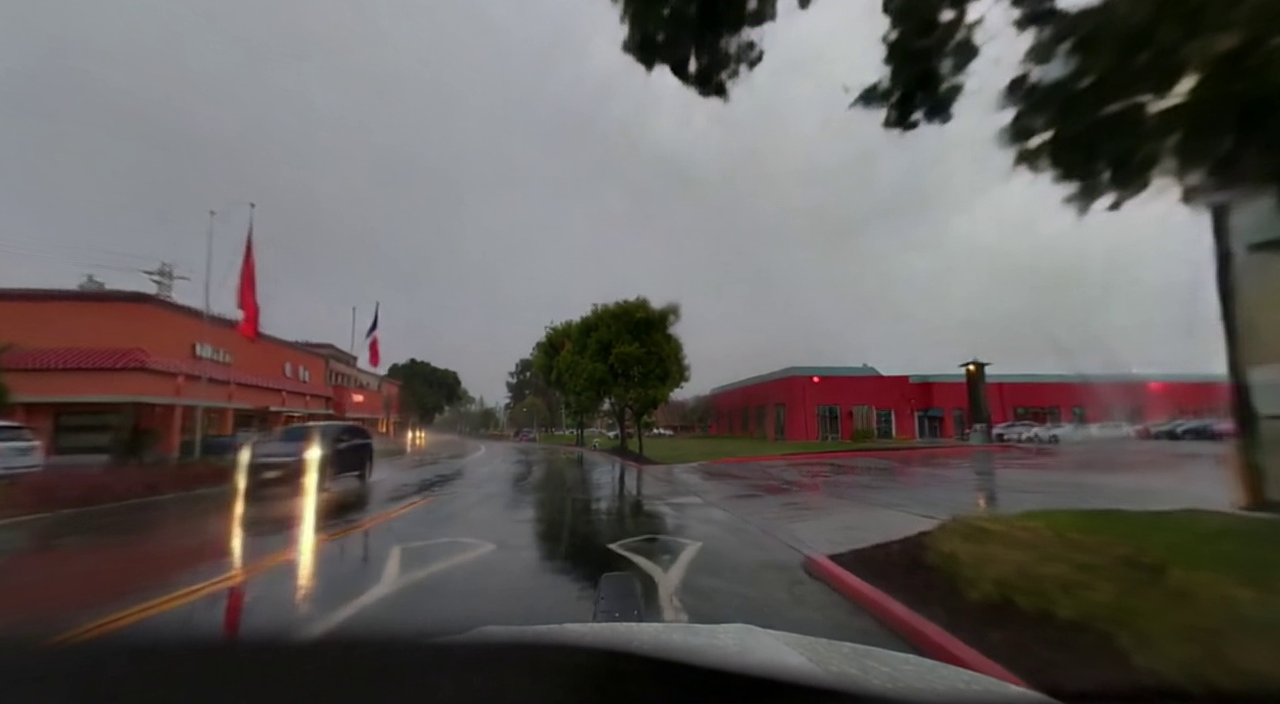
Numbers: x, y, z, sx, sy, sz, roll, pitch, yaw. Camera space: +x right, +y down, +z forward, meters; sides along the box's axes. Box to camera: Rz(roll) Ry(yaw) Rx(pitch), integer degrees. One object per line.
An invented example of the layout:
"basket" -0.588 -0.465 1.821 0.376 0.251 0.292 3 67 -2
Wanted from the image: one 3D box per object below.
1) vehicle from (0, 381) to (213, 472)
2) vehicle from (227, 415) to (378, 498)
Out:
"vehicle" -22.946 3.055 25.720 8.479 3.396 3.021 3 -8 -23
"vehicle" -8.735 2.710 16.825 2.026 1.882 4.277 1 -8 -7
